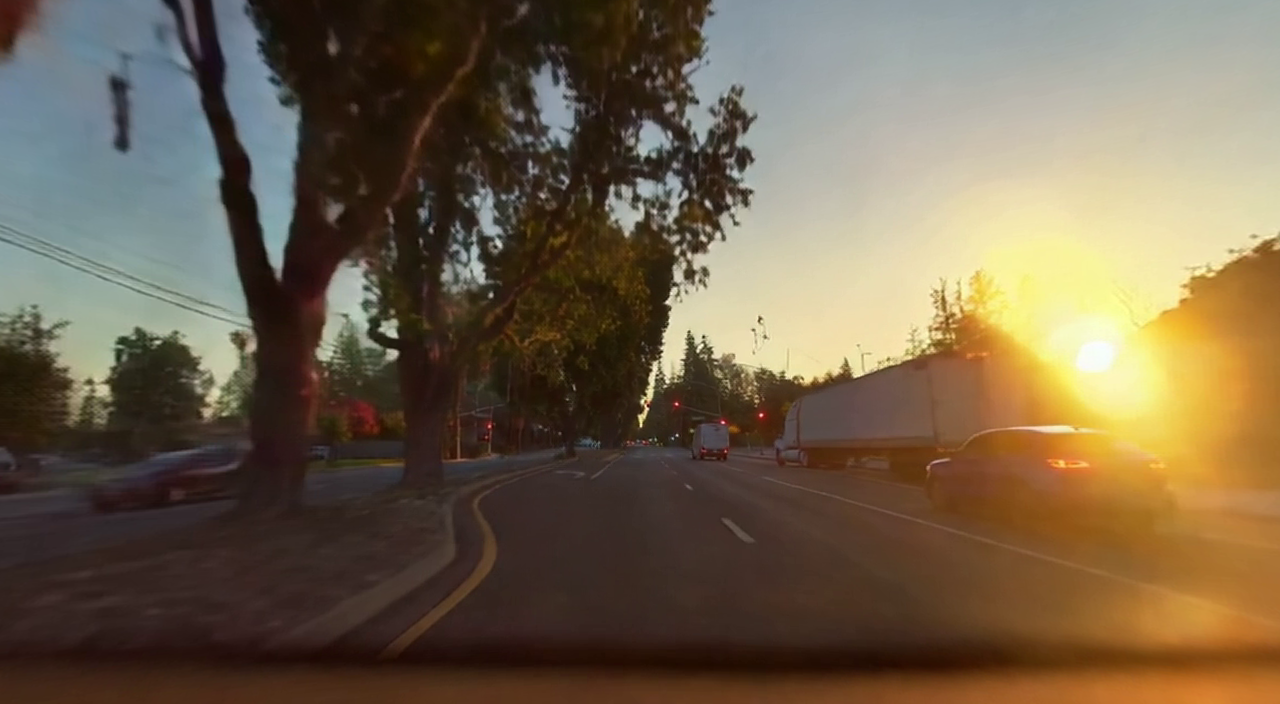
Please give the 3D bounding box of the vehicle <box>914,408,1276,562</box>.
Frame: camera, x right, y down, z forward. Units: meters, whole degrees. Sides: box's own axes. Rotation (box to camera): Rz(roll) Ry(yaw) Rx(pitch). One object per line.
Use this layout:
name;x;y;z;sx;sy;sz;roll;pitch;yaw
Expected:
vehicle;6.283;1.874;9.672;2.012;1.754;4.635;0;-8;-1

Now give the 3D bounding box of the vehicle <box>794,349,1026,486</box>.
vehicle;10.341;3.218;27.977;2.975;4.201;17.050;0;-8;1

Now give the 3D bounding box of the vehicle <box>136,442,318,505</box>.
vehicle;-11.231;3.294;17.703;1.954;1.496;4.590;0;-8;1
